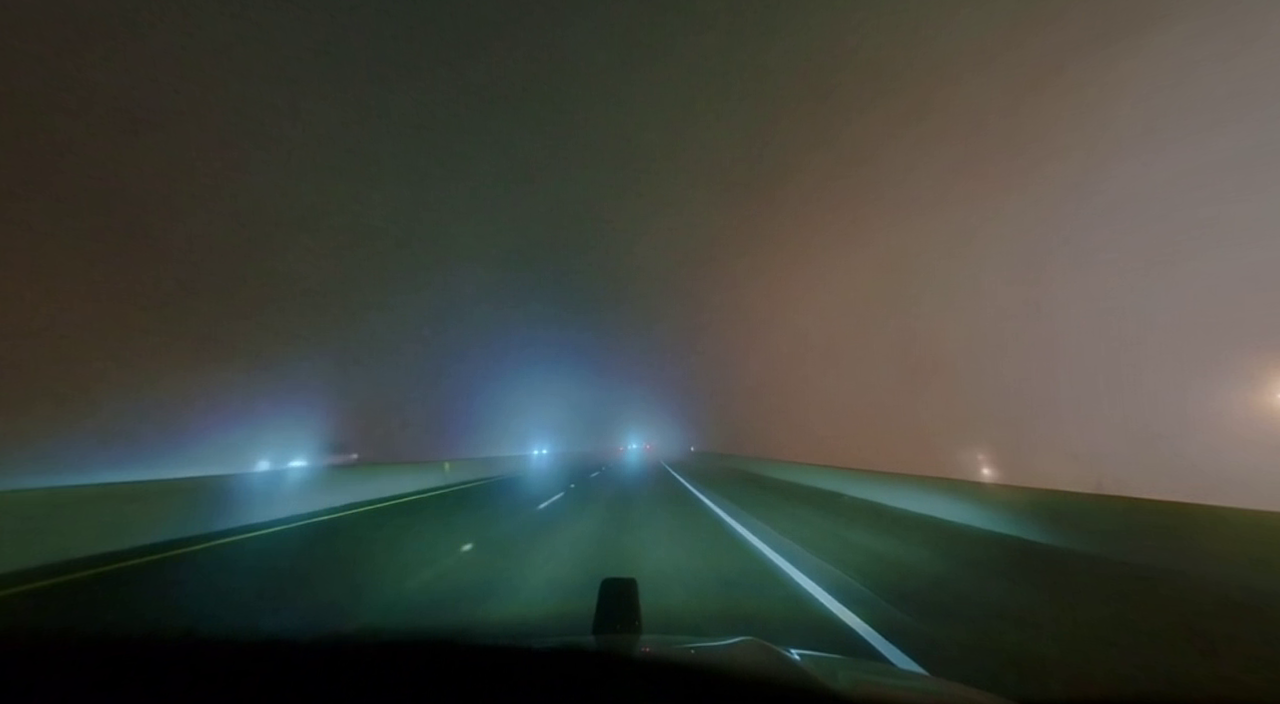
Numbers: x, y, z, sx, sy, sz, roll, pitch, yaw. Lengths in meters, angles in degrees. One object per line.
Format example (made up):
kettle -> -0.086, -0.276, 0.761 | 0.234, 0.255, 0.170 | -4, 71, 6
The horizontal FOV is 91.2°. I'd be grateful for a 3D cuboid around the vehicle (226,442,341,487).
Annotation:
vehicle -> -13.481, 4.263, 24.039 | 1.907, 1.533, 4.153 | 0, -9, 1
